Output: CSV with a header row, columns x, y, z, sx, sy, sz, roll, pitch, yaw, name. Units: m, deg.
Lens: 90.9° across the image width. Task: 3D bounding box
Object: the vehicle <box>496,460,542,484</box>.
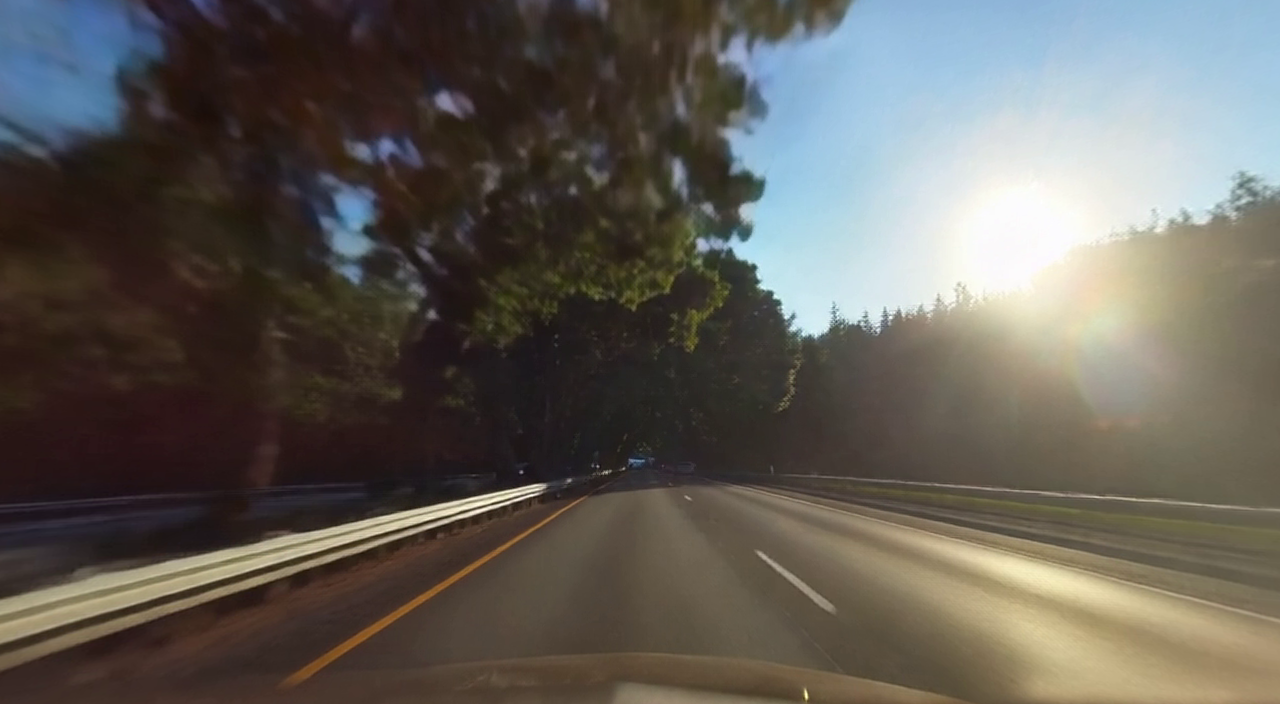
x,y,z,sx,sy,sz,roll,pitch,yaw,name
-7.854,7.837,41.189,2.049,1.456,4.249,0,-10,2,vehicle
